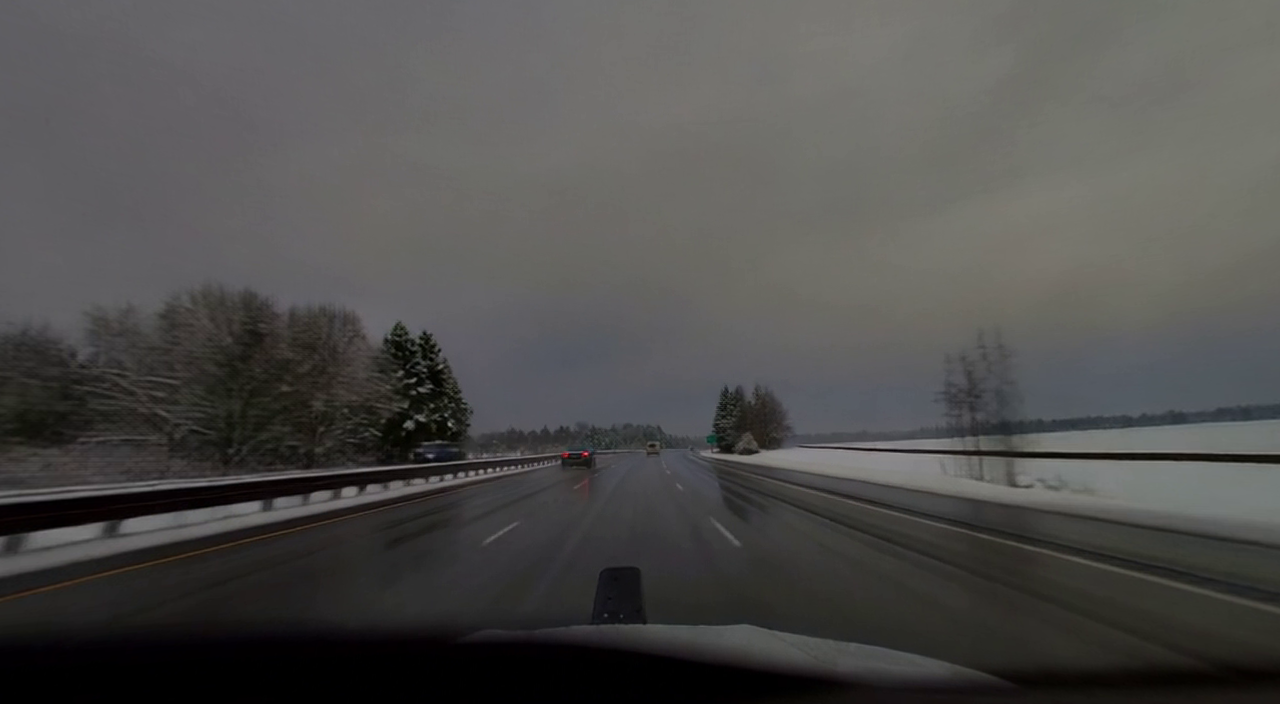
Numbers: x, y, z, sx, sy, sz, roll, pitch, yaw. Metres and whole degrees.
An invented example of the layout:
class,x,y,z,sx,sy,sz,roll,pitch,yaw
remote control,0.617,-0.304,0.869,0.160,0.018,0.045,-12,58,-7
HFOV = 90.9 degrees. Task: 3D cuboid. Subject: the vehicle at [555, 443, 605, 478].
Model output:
class,x,y,z,sx,sy,sz,roll,pitch,yaw
vehicle,-2.926,5.420,31.630,1.959,1.571,4.313,-1,-9,2
